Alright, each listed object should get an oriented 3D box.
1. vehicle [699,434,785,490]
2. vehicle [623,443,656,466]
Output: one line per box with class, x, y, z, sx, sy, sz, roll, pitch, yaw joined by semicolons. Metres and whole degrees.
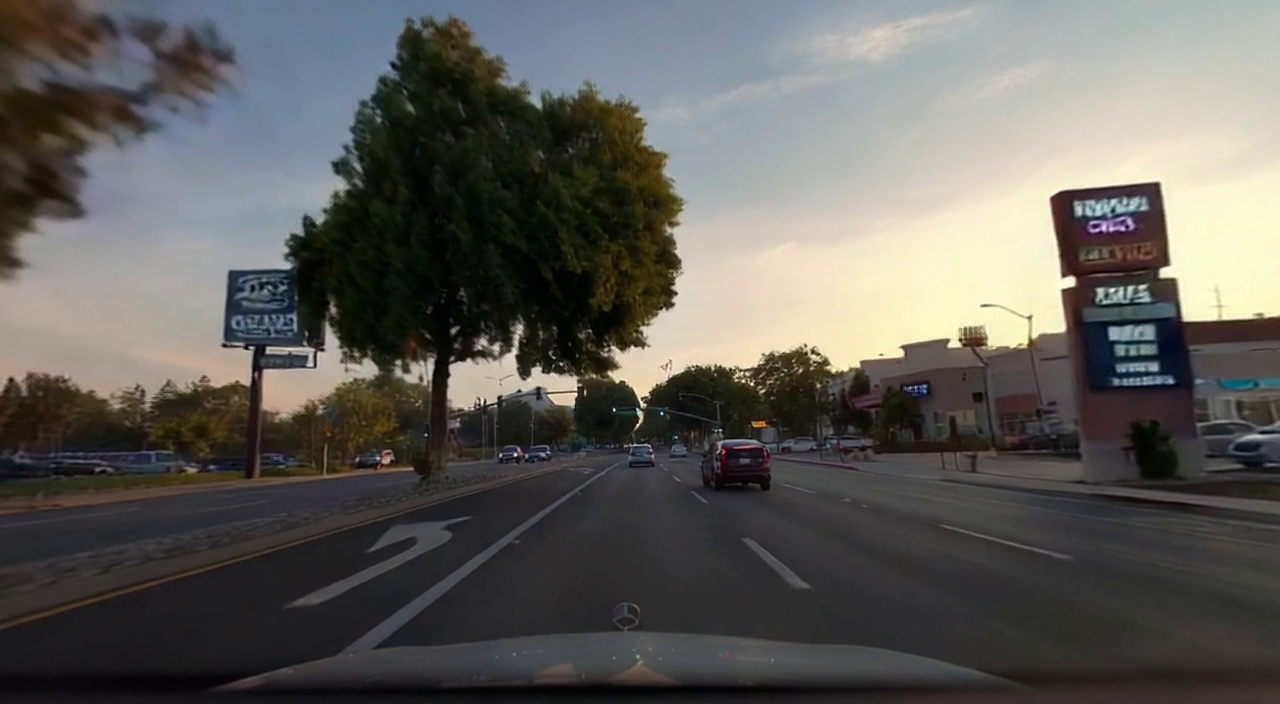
vehicle;3.261;3.633;21.166;2.022;1.643;4.326;0;-8;-2
vehicle;-0.055;7.005;43.152;2.135;1.468;4.076;0;-8;-1
